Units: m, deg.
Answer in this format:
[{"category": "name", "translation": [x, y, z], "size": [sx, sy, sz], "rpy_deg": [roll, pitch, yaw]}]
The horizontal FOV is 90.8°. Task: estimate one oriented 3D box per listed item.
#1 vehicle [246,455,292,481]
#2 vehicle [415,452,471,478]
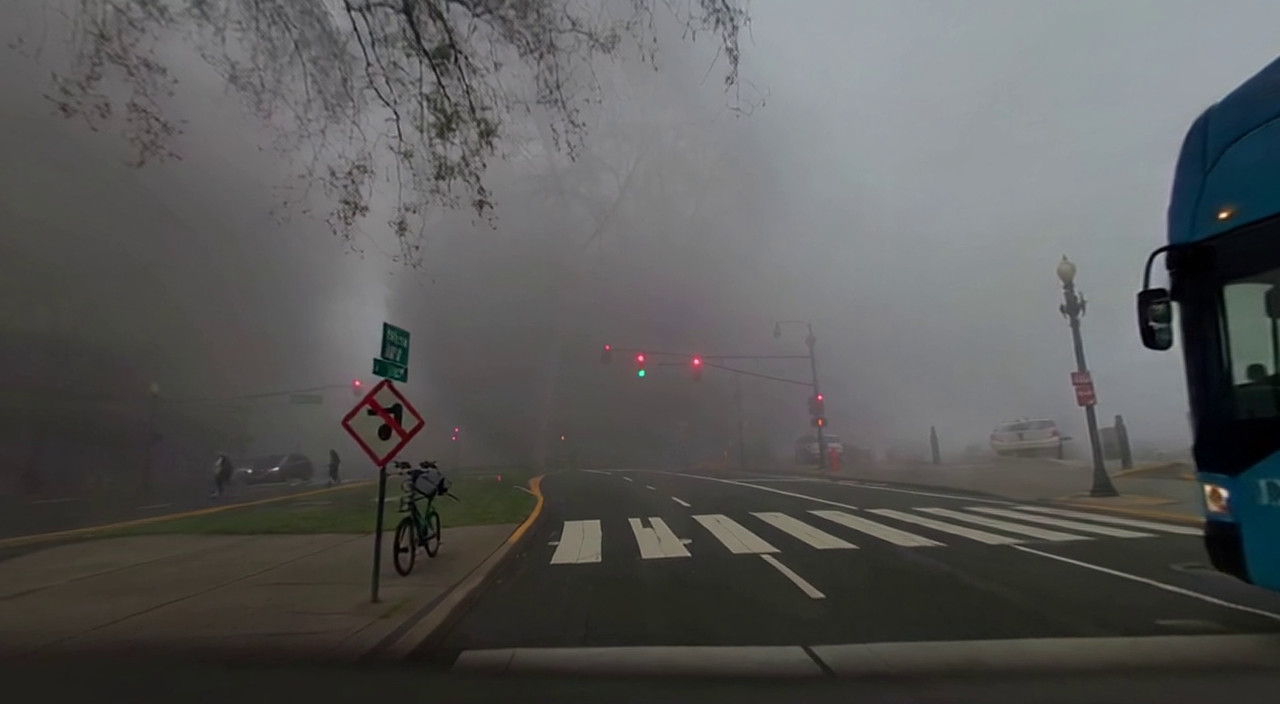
[{"category": "vehicle", "translation": [-28.635, 8.869, 48.652], "size": [2.199, 1.838, 4.222], "rpy_deg": [7, -11, -40]}, {"category": "vehicle", "translation": [-12.566, 7.118, 40.118], "size": [2.123, 1.544, 4.158], "rpy_deg": [6, -11, -36]}]
